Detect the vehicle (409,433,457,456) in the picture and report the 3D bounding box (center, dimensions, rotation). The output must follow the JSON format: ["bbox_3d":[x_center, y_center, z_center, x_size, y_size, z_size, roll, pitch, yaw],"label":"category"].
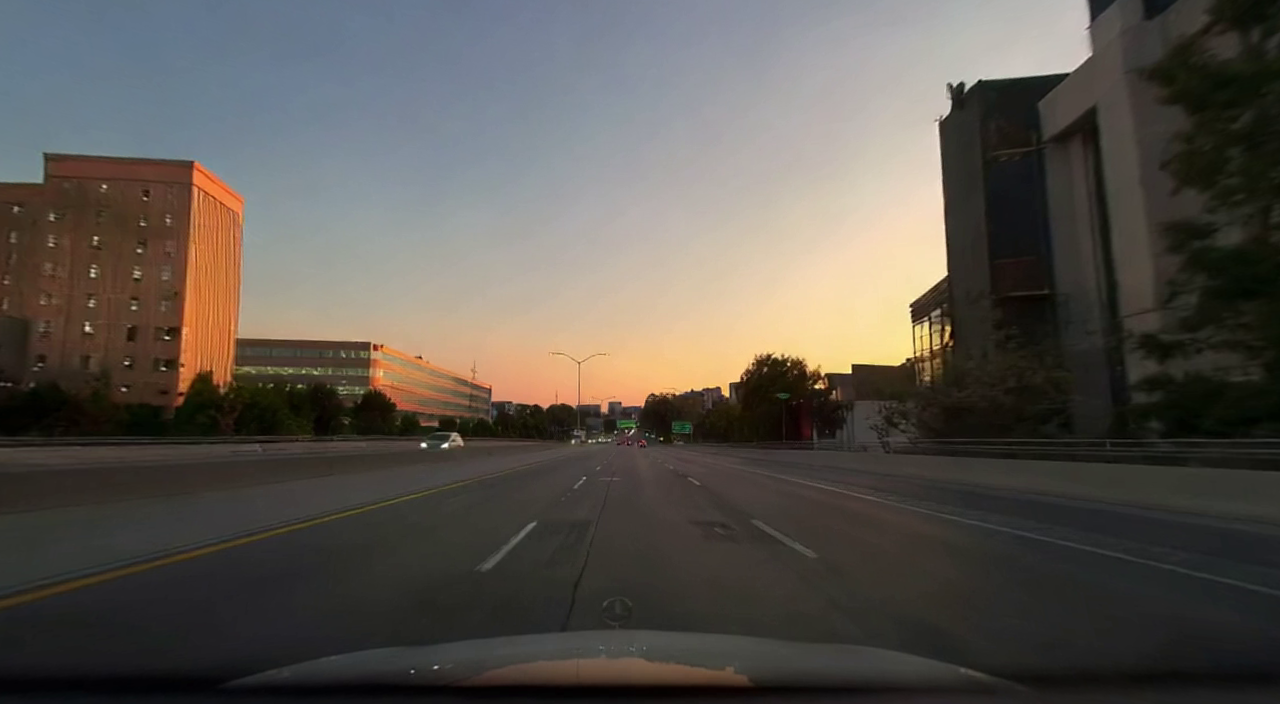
[{"bbox_3d":[-14.754,6.601,45.090,1.894,1.551,4.534,0,-8,1],"label":"vehicle"}]
